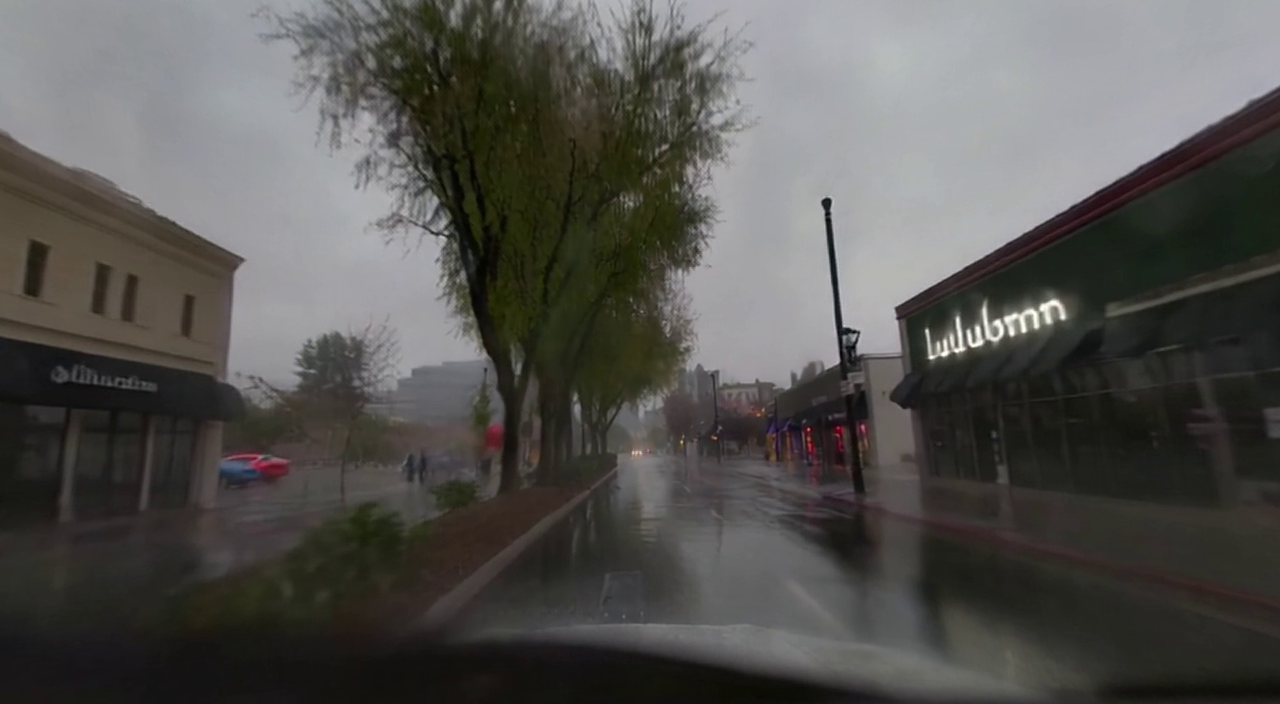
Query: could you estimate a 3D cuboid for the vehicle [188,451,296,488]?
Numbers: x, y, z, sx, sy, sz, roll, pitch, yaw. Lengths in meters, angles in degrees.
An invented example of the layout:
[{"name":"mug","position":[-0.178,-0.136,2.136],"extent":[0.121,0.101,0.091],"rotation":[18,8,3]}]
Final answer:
[{"name":"vehicle","position":[-18.157,5.350,29.117],"extent":[1.837,1.471,4.756],"rotation":[0,-8,1]}]
